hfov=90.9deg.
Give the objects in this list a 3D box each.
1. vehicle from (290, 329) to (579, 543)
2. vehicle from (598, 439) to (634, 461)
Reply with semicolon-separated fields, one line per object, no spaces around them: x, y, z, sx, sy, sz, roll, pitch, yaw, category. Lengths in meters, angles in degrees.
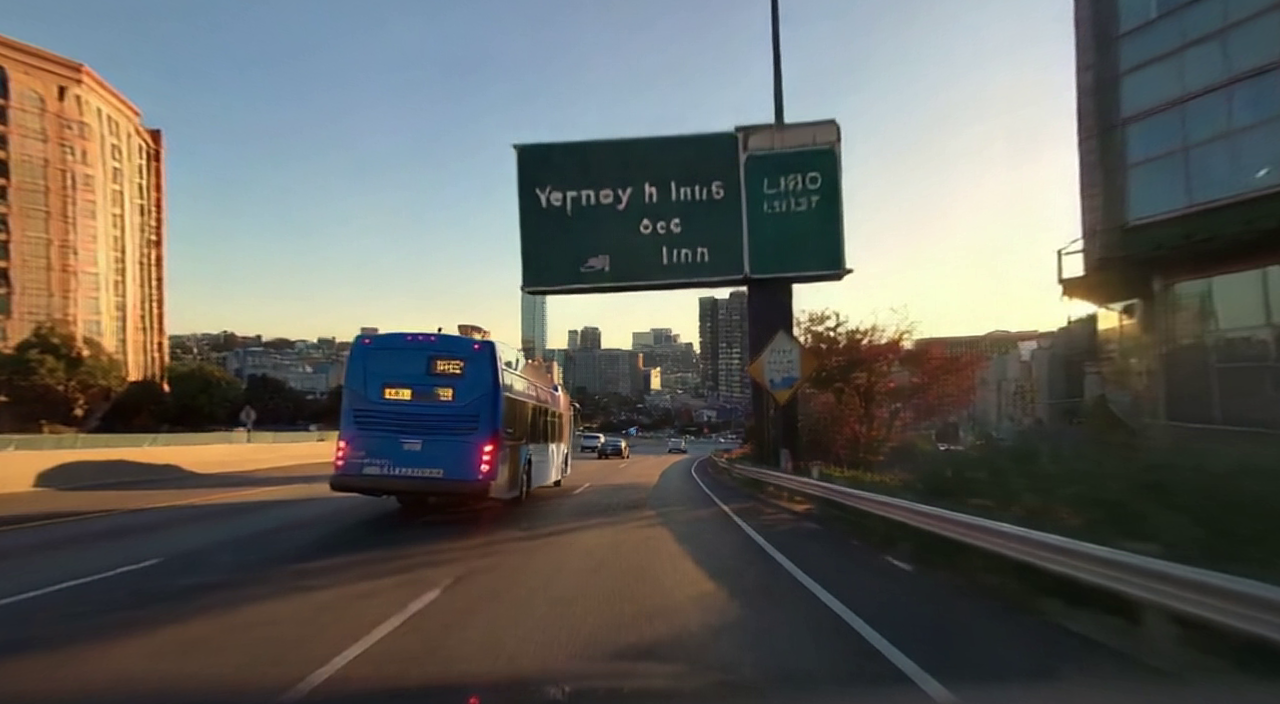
-3.220;1.745;12.915;2.888;2.944;8.373;0;-8;1;vehicle
-1.622;6.931;44.824;1.928;1.455;4.361;-2;-9;6;vehicle
